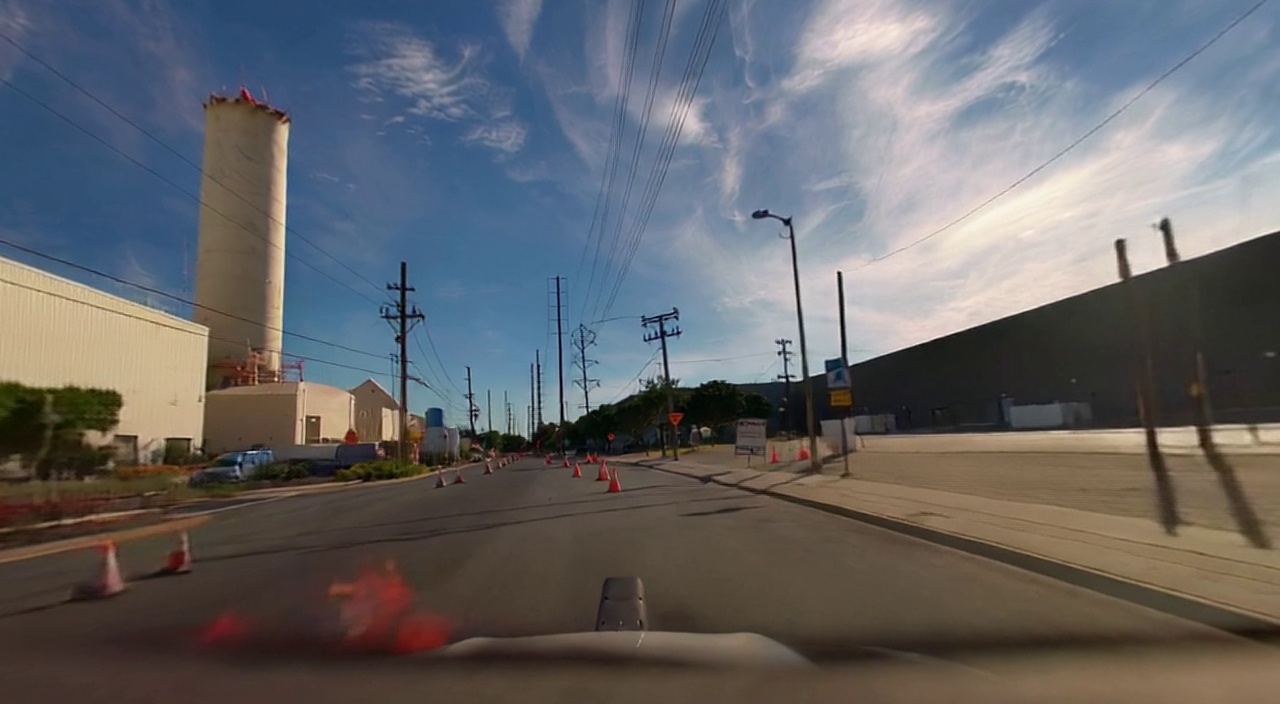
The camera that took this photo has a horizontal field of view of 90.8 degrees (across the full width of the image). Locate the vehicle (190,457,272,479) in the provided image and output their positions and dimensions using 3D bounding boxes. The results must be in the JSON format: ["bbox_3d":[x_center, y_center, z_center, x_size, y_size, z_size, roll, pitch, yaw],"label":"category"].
[{"bbox_3d":[-27.852,7.902,43.108,4.184,1.411,1.855,1,-9,-7],"label":"vehicle"}]
